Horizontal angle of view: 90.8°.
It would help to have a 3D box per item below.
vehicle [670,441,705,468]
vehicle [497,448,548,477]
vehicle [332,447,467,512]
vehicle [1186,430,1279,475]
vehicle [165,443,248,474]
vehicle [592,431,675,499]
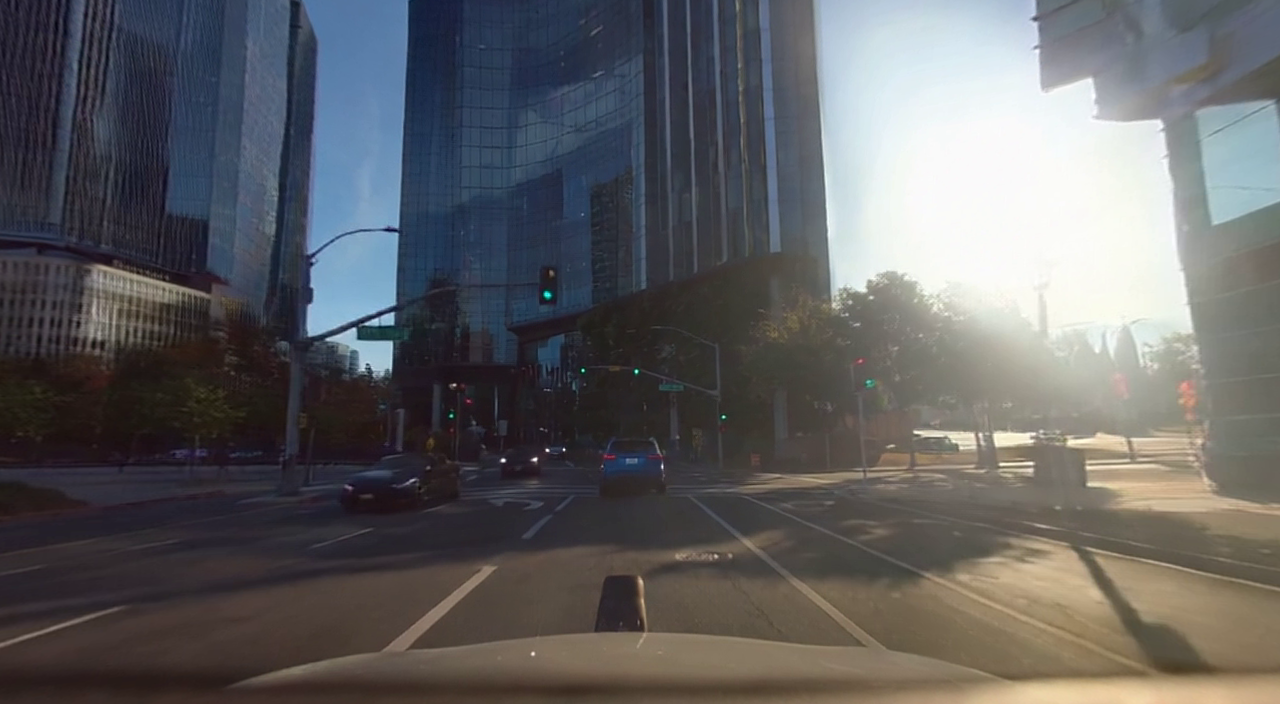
[{"bbox_3d":[3.509,7.709,47.670,2.113,1.869,5.322,0,-8,-2],"label":"vehicle"},{"bbox_3d":[-6.510,6.171,35.447,1.934,1.476,4.457,0,-8,1],"label":"vehicle"},{"bbox_3d":[-6.237,3.320,17.004,1.908,1.475,4.337,0,-8,0],"label":"vehicle"},{"bbox_3d":[25.102,3.946,24.914,5.183,1.650,2.014,0,-8,-1],"label":"vehicle"},{"bbox_3d":[-26.343,6.440,38.387,4.393,1.730,2.151,-5,-9,26],"label":"vehicle"},{"bbox_3d":[-0.213,3.298,18.793,2.183,1.765,4.059,0,-8,-1],"label":"vehicle"}]
